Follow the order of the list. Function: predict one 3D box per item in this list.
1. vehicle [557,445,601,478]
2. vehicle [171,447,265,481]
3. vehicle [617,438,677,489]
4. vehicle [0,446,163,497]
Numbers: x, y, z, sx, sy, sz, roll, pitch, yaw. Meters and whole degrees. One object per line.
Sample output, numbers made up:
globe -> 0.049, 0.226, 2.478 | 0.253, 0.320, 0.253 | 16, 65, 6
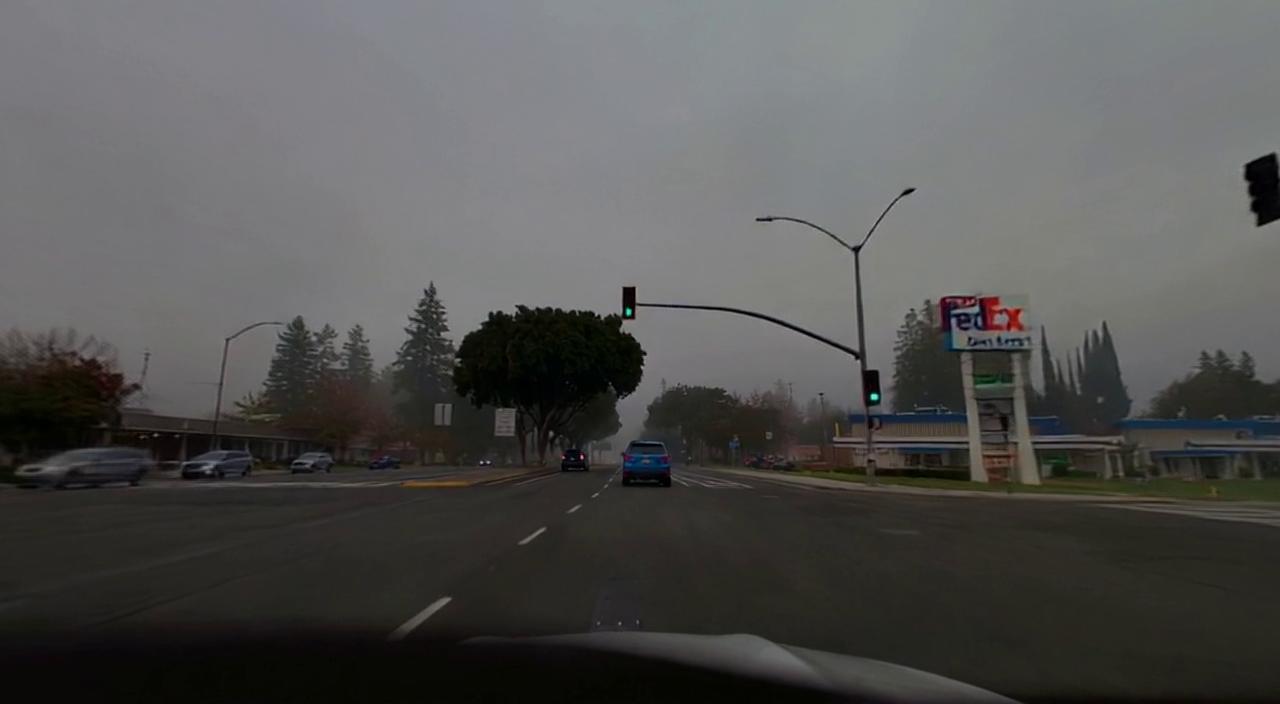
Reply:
vehicle -> -3.564, 6.504, 37.851 | 2.202, 1.856, 4.516 | 0, -9, 0
vehicle -> -25.519, 6.758, 38.521 | 2.182, 1.906, 5.364 | 0, -9, -2
vehicle -> 0.229, 4.586, 26.404 | 2.273, 1.909, 5.075 | 0, -9, -1
vehicle -> -19.718, 4.118, 22.304 | 1.948, 1.586, 4.962 | 0, -9, -2
